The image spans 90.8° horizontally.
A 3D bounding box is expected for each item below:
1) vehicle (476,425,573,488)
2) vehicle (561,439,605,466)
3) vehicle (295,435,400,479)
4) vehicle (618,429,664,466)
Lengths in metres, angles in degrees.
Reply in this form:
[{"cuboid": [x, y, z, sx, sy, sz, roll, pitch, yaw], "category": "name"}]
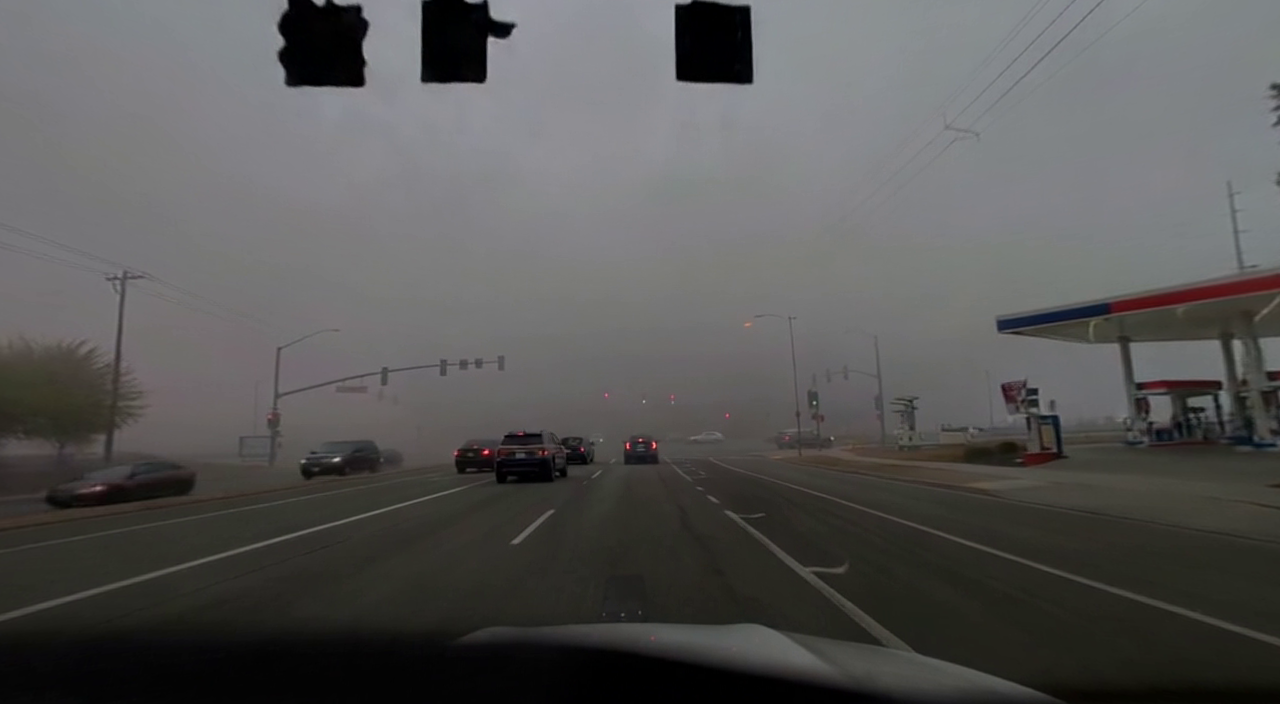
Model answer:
[{"cuboid": [-3.424, 3.220, 19.636, 2.096, 1.718, 4.266, 0, -9, 1], "category": "vehicle"}, {"cuboid": [-3.045, 5.505, 34.706, 1.881, 1.424, 4.098, 0, -9, 2], "category": "vehicle"}, {"cuboid": [-13.856, 5.006, 30.409, 2.238, 1.872, 5.625, 0, -9, 1], "category": "vehicle"}, {"cuboid": [0.075, 5.055, 33.541, 2.224, 1.819, 5.005, 0, -9, 1], "category": "vehicle"}]
